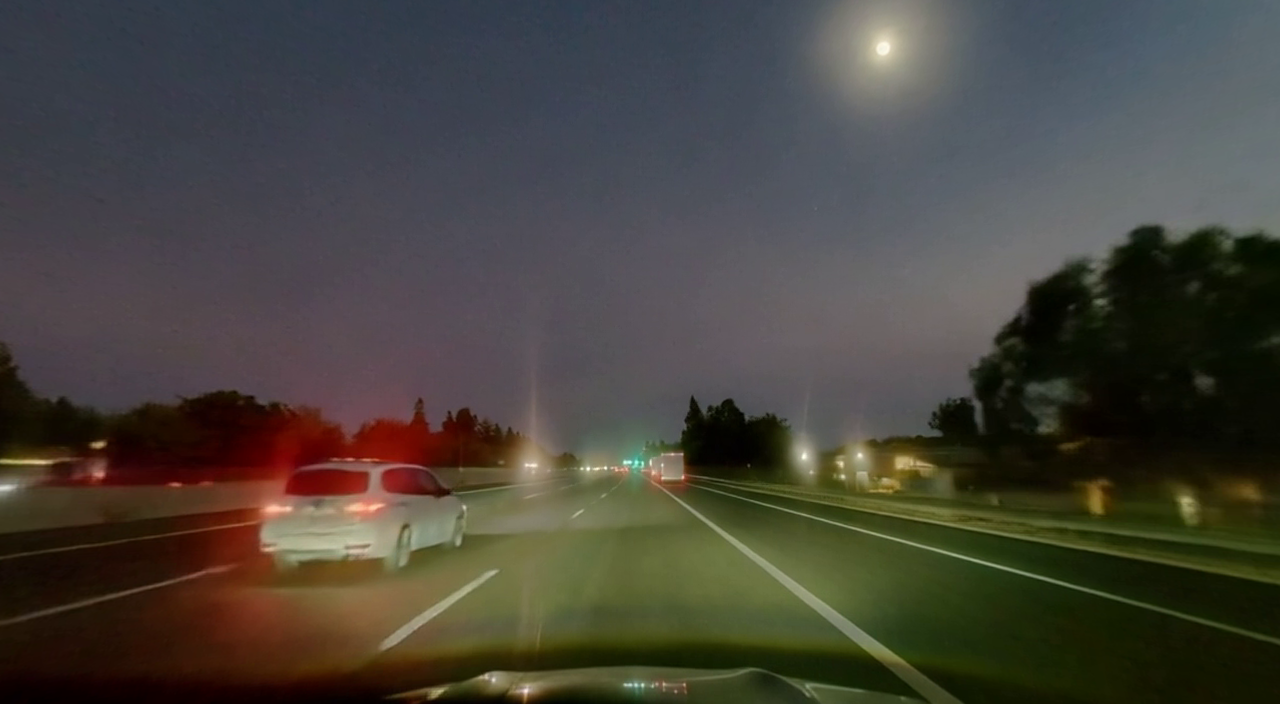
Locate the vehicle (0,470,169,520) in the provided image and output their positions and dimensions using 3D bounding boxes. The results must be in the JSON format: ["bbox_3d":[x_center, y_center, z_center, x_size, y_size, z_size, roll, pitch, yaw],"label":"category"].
[{"bbox_3d":[-18.955,4.843,21.729,1.802,1.457,4.631,1,-10,0],"label":"vehicle"}]

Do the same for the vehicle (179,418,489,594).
[{"bbox_3d":[-3.862,2.093,9.239,2.036,1.835,4.888,1,-10,0],"label":"vehicle"}]
